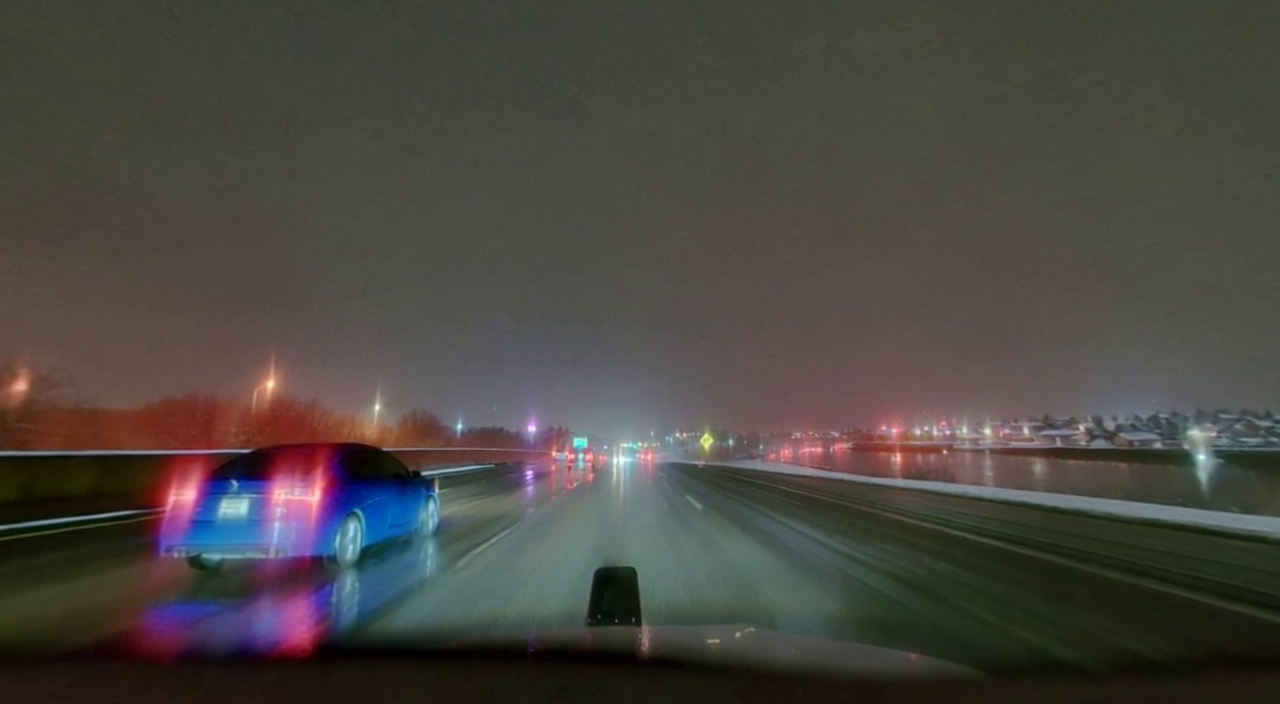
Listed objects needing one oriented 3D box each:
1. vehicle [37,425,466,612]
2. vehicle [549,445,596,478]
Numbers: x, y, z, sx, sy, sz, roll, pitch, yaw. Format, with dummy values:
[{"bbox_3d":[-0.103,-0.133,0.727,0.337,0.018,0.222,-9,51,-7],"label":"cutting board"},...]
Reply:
[{"bbox_3d":[-3.744,1.683,7.360,2.114,1.480,4.473,0,-9,0],"label":"vehicle"},{"bbox_3d":[-3.595,5.948,34.573,2.075,1.702,4.257,0,-9,0],"label":"vehicle"}]
